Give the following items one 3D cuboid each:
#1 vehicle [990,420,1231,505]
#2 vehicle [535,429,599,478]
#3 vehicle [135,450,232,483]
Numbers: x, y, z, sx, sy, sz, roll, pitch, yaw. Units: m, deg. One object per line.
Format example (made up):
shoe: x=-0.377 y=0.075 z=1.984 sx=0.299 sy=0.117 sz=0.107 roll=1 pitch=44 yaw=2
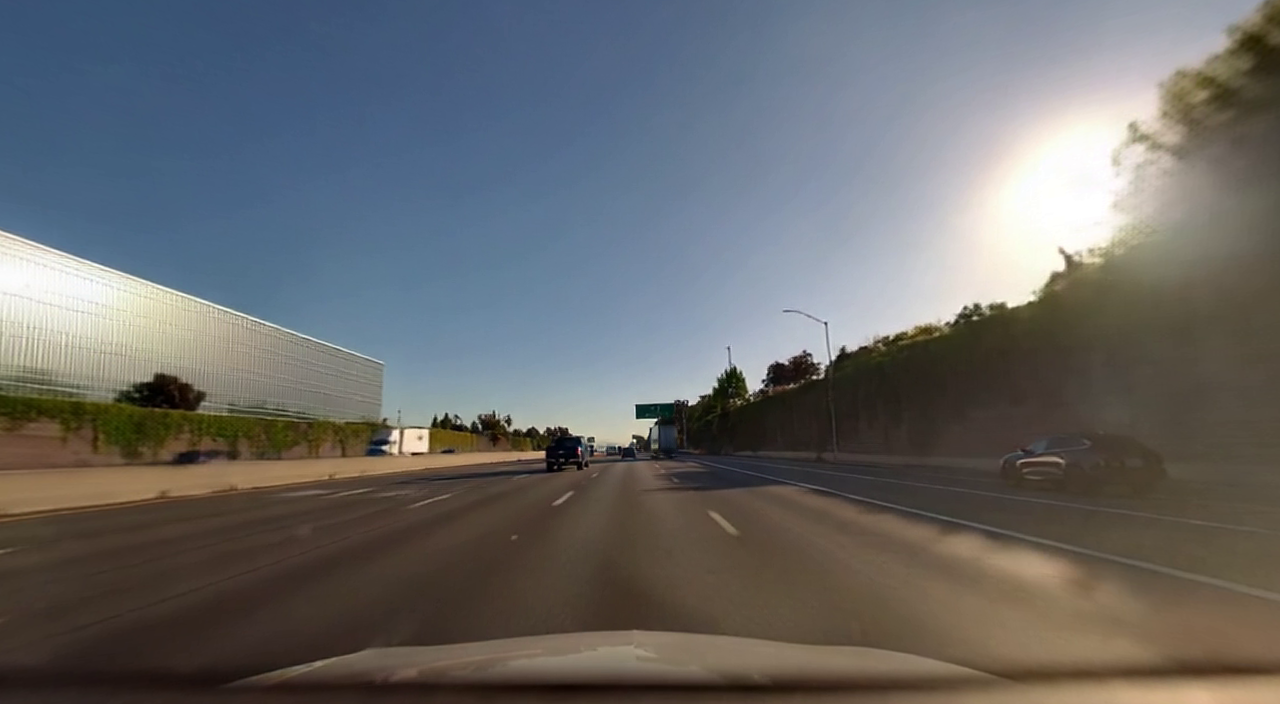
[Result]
vehicle: x=11.439 y=2.741 z=16.023 sx=2.089 sy=1.787 sz=5.080 roll=0 pitch=-9 yaw=-1
vehicle: x=-3.220 y=4.665 z=29.242 sx=2.284 sy=2.022 sz=5.752 roll=0 pitch=-9 yaw=0
vehicle: x=-20.266 y=5.062 z=28.214 sx=1.645 sy=1.381 sz=3.550 roll=0 pitch=-9 yaw=0
